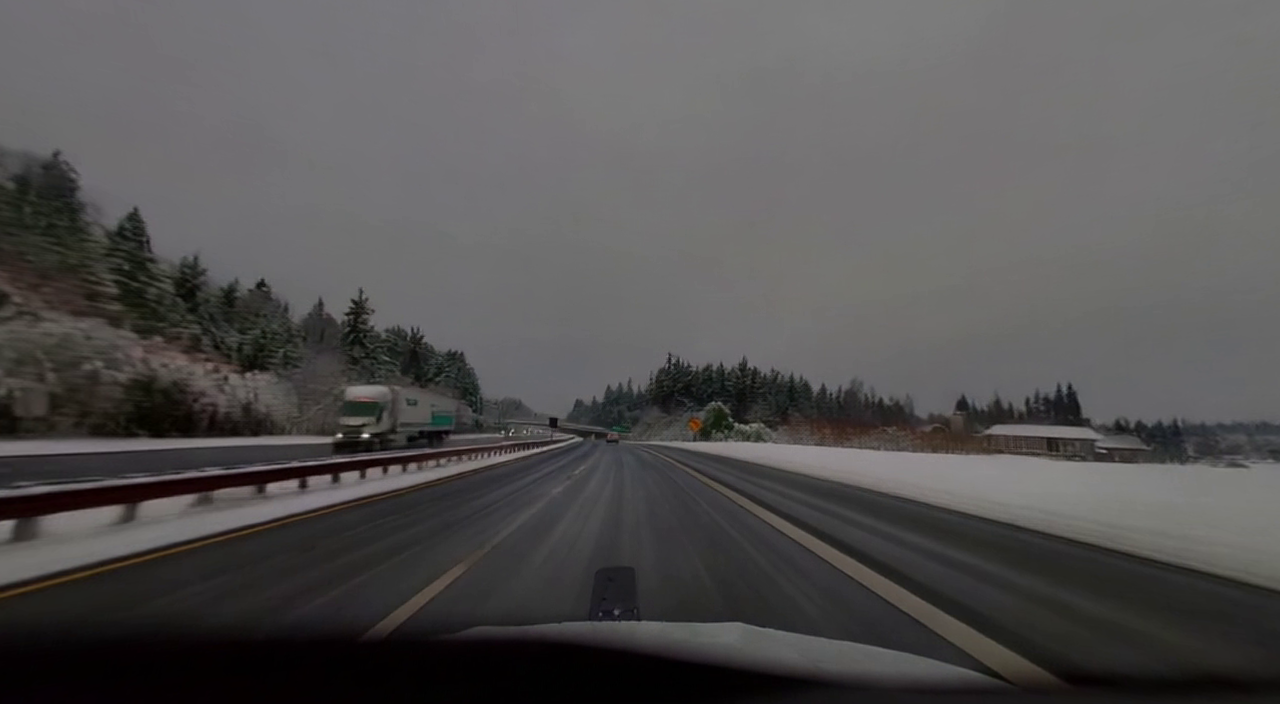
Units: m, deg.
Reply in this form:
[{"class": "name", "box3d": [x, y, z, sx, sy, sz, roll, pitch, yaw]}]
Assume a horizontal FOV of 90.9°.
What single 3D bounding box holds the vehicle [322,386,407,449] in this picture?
[{"class": "vehicle", "box3d": [-17.979, 4.385, 41.602, 2.989, 3.819, 5.967, 0, -8, -2]}]
